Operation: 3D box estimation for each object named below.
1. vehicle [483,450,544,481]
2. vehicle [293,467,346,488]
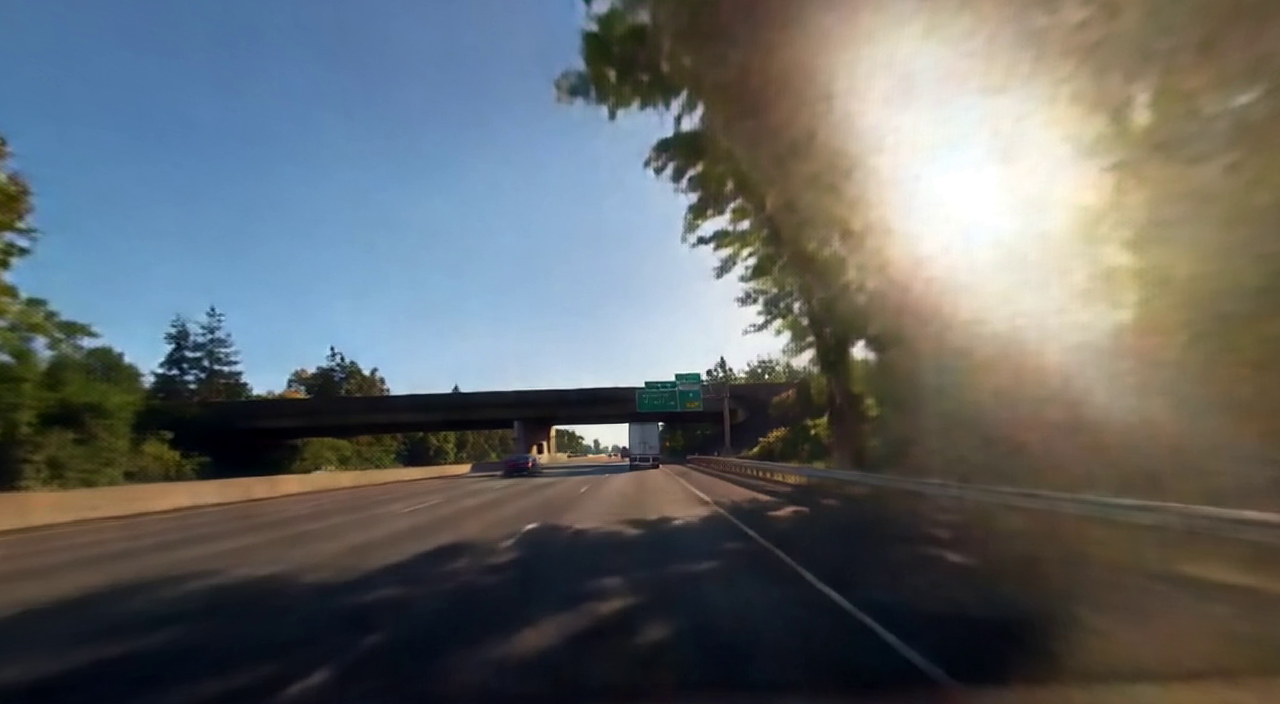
[{"bbox_3d":[-6.363,5.753,32.248,1.953,1.452,4.711,-1,-9,3],"label":"vehicle"},{"bbox_3d":[-24.320,9.522,48.042,1.665,1.434,4.369,0,-9,2],"label":"vehicle"}]
